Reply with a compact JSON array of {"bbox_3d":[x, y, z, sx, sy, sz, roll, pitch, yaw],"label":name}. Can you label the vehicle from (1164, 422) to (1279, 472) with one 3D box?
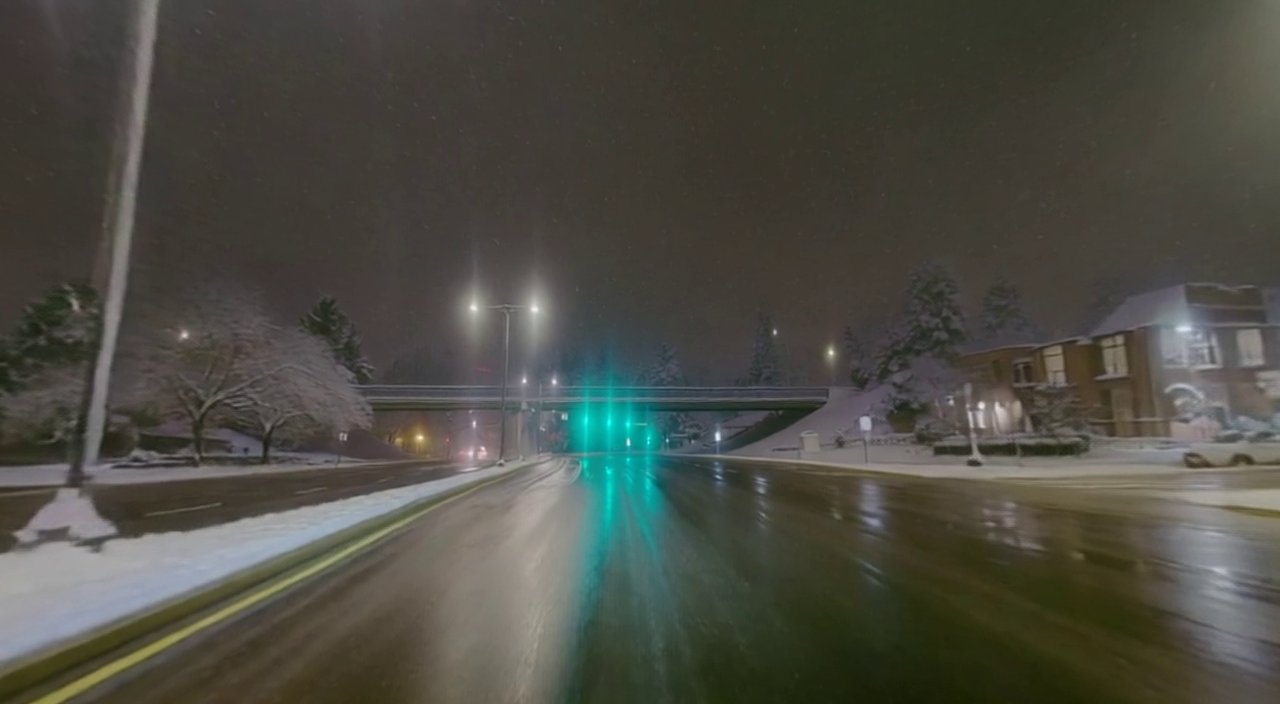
[{"bbox_3d":[22.458,3.685,24.601,1.969,1.732,4.610,-3,-9,25],"label":"vehicle"}]
